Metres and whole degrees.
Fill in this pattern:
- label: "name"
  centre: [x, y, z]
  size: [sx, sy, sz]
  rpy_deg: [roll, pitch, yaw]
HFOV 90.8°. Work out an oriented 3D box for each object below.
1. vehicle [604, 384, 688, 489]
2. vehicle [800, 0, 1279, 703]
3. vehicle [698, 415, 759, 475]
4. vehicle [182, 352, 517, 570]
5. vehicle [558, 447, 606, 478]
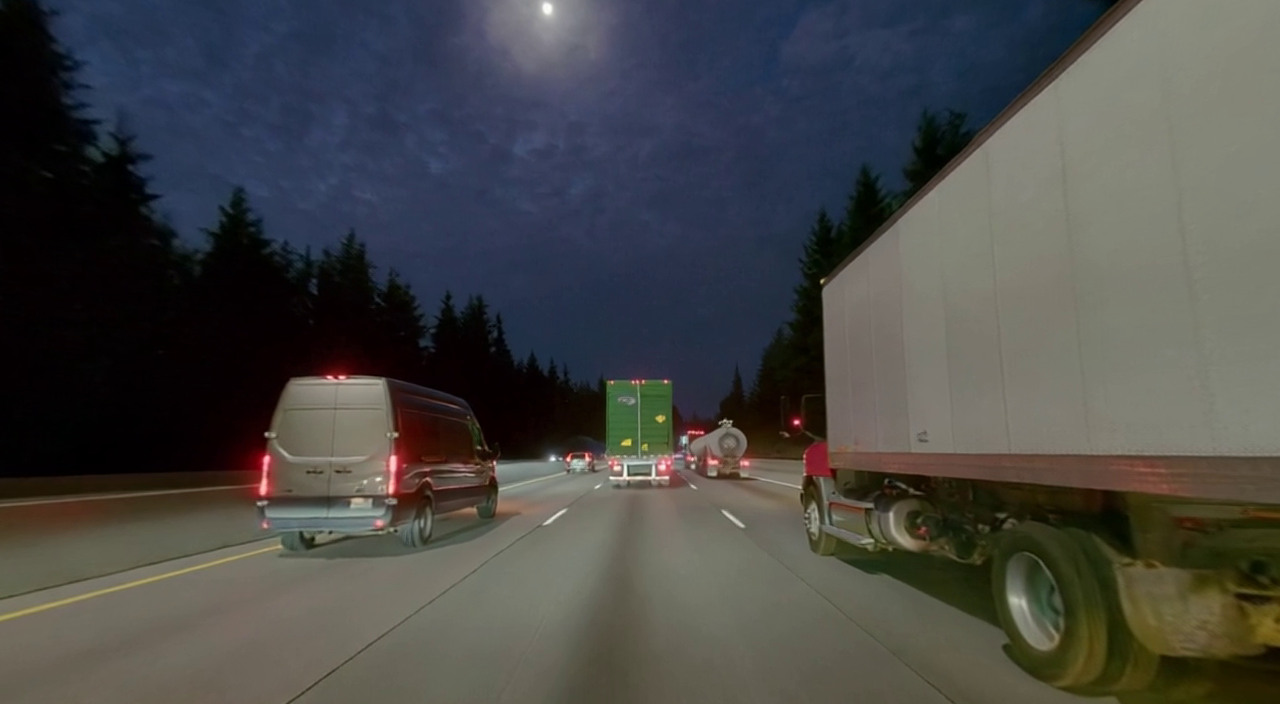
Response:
- label: "vehicle"
  centre: [0.129, 3.544, 25.647]
  size: [2.773, 3.455, 9.118]
  rpy_deg: [0, -9, -1]
- label: "vehicle"
  centre: [4.341, -0.009, 4.722]
  size: [3.139, 4.152, 11.915]
  rpy_deg: [0, -9, 0]
- label: "vehicle"
  centre: [5.685, 6.357, 42.677]
  size: [2.706, 3.500, 11.483]
  rpy_deg: [0, -9, 1]
- label: "vehicle"
  centre: [-4.039, 1.768, 10.650]
  size: [2.525, 2.572, 6.260]
  rpy_deg: [0, -9, 1]
- label: "vehicle"
  centre: [-3.247, 6.279, 36.085]
  size: [2.134, 1.652, 4.439]
  rpy_deg: [0, -9, 3]
